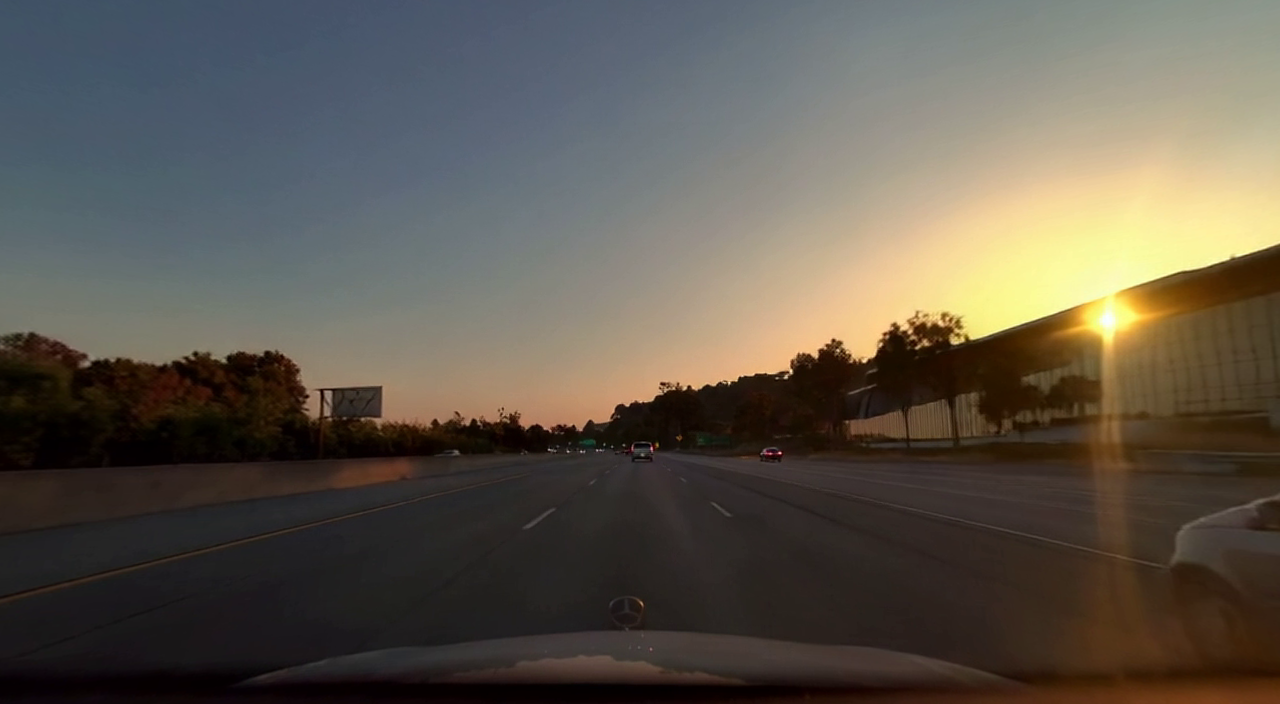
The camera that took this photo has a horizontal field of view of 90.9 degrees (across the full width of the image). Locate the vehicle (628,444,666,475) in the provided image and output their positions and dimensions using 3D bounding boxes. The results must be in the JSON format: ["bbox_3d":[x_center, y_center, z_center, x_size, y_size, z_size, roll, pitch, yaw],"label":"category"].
[{"bbox_3d":[0.408,6.080,35.860,2.015,1.639,4.086,0,-9,1],"label":"vehicle"}]

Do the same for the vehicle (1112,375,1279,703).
[{"bbox_3d":[3.801,0.641,1.060,2.008,1.595,5.082,0,-9,-1],"label":"vehicle"}]
